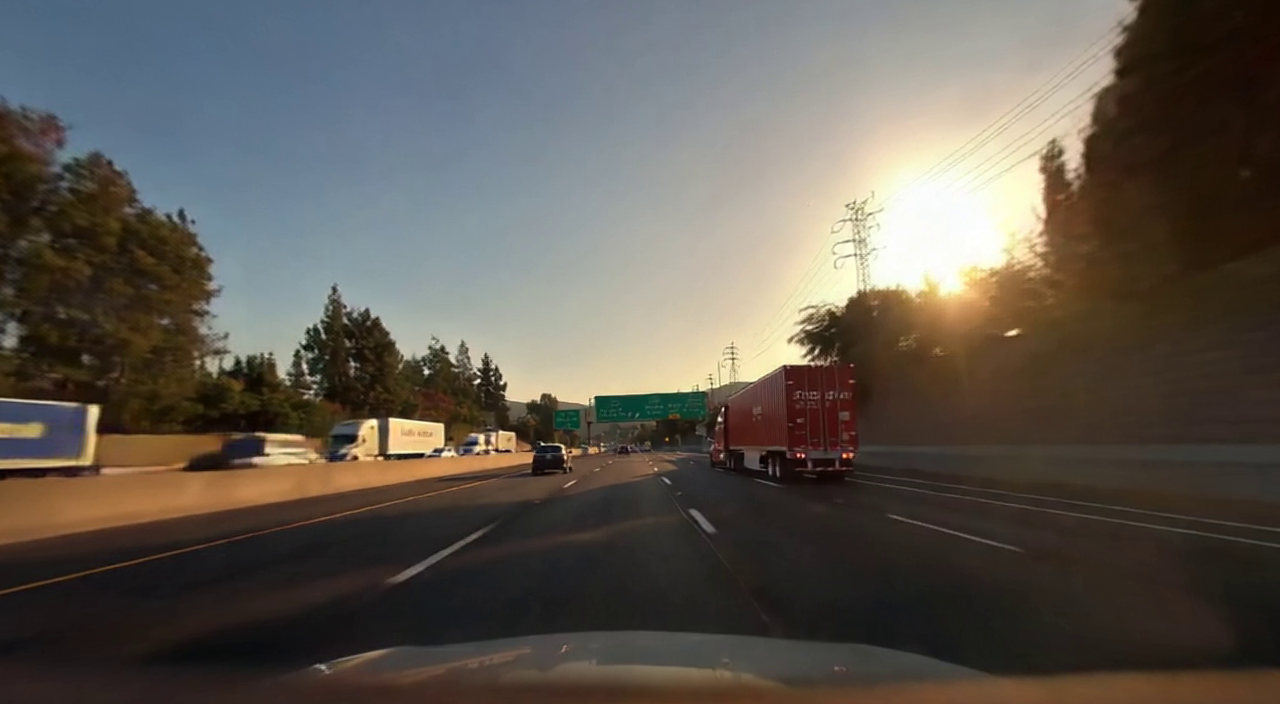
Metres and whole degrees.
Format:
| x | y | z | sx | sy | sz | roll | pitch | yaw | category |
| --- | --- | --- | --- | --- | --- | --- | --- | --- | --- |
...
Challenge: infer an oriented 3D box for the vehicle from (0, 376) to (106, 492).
| x | y | z | sx | sy | sz | roll | pitch | yaw | category |
| --- | --- | --- | --- | --- | --- | --- | --- | --- | --- |
| -21.073 | 2.244 | 17.592 | 2.988 | 3.535 | 10.678 | 0 | -9 | 0 | vehicle |

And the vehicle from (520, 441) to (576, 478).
| x | y | z | sx | sy | sz | roll | pitch | yaw | category |
| --- | --- | --- | --- | --- | --- | --- | --- | --- | --- |
| -4.331 | 5.121 | 30.326 | 2.027 | 1.651 | 4.099 | 0 | -9 | 0 | vehicle |

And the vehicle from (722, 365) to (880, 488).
| x | y | z | sx | sy | sz | roll | pitch | yaw | category |
| --- | --- | --- | --- | --- | --- | --- | --- | --- | --- |
| 6.522 | 3.725 | 29.555 | 2.919 | 4.195 | 15.833 | 0 | -9 | -1 | vehicle |

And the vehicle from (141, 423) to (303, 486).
| x | y | z | sx | sy | sz | roll | pitch | yaw | category |
| --- | --- | --- | --- | --- | --- | --- | --- | --- | --- |
| -13.728 | 3.418 | 21.232 | 2.177 | 1.837 | 4.780 | 0 | -9 | -1 | vehicle |

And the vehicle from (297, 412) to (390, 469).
| x | y | z | sx | sy | sz | roll | pitch | yaw | category |
| --- | --- | --- | --- | --- | --- | --- | --- | --- | --- |
| -21.385 | 6.492 | 46.124 | 3.026 | 3.740 | 7.644 | 0 | -9 | -1 | vehicle |
